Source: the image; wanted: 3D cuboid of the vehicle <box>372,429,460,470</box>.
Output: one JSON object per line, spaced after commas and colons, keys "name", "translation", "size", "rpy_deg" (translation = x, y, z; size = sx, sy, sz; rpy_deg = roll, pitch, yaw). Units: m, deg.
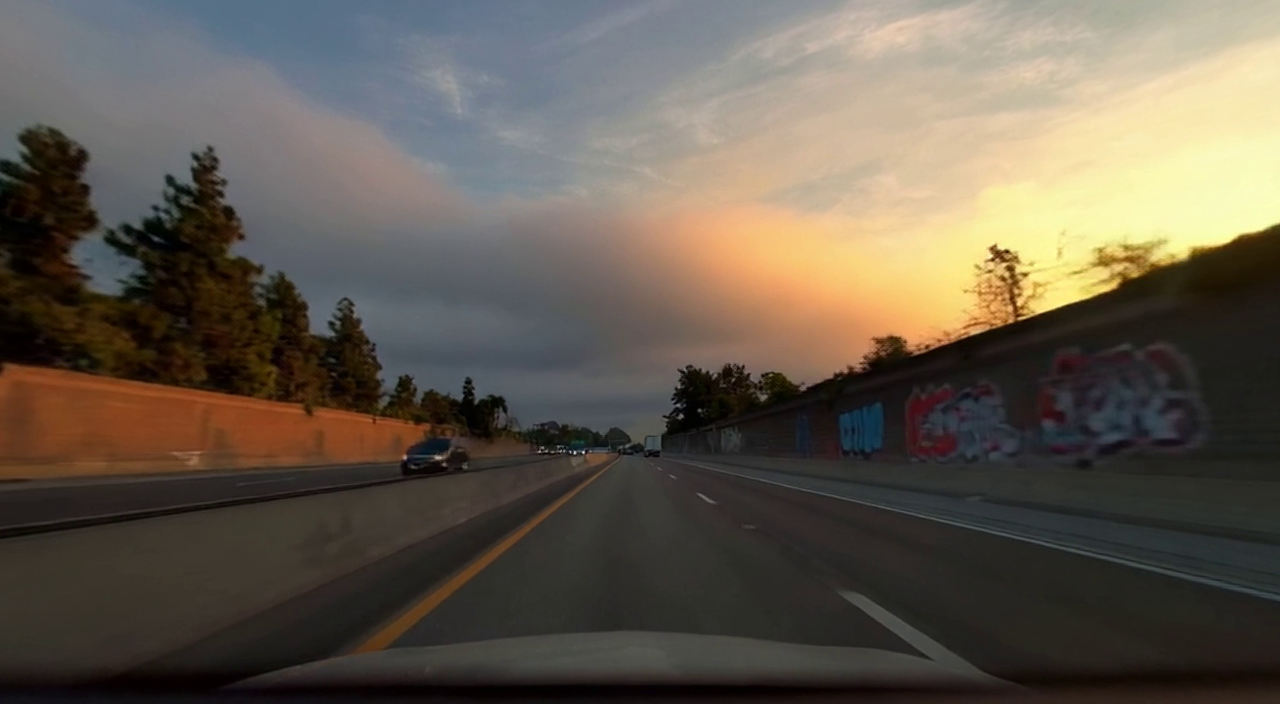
{"name": "vehicle", "translation": [-9.150, 4.045, 26.031], "size": [1.965, 1.544, 4.610], "rpy_deg": [0, -9, 0]}
